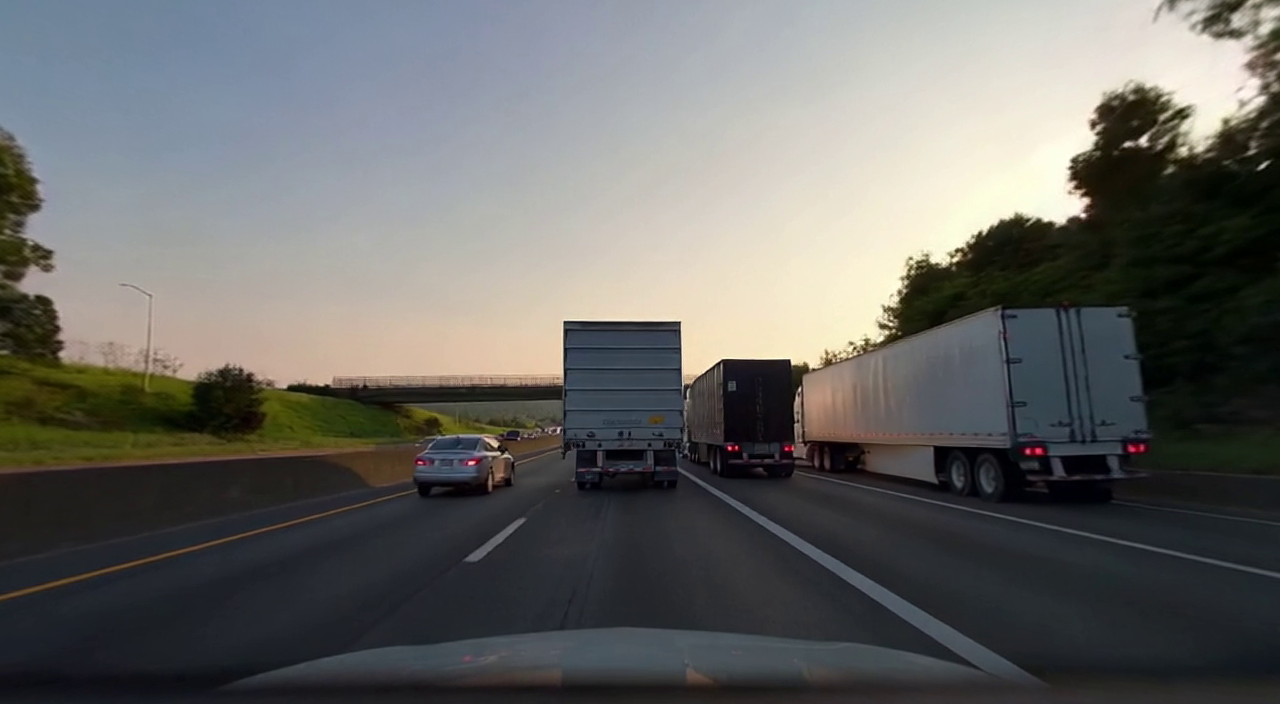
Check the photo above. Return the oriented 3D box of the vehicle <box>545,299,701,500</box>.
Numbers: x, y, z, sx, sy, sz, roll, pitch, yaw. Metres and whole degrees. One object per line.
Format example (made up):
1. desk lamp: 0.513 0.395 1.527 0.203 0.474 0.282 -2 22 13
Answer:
1. vehicle: -0.497 1.639 18.074 3.090 4.065 10.702 0 -8 -2

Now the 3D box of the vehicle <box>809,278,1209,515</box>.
1. vehicle: 8.052 1.590 17.388 3.000 4.114 13.063 0 -8 -1

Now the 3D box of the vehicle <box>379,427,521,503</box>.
1. vehicle: -4.097 2.482 14.328 2.049 1.483 3.786 0 -8 0

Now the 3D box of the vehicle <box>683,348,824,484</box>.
1. vehicle: 3.644 2.589 23.888 2.817 3.886 11.491 0 -8 -2
